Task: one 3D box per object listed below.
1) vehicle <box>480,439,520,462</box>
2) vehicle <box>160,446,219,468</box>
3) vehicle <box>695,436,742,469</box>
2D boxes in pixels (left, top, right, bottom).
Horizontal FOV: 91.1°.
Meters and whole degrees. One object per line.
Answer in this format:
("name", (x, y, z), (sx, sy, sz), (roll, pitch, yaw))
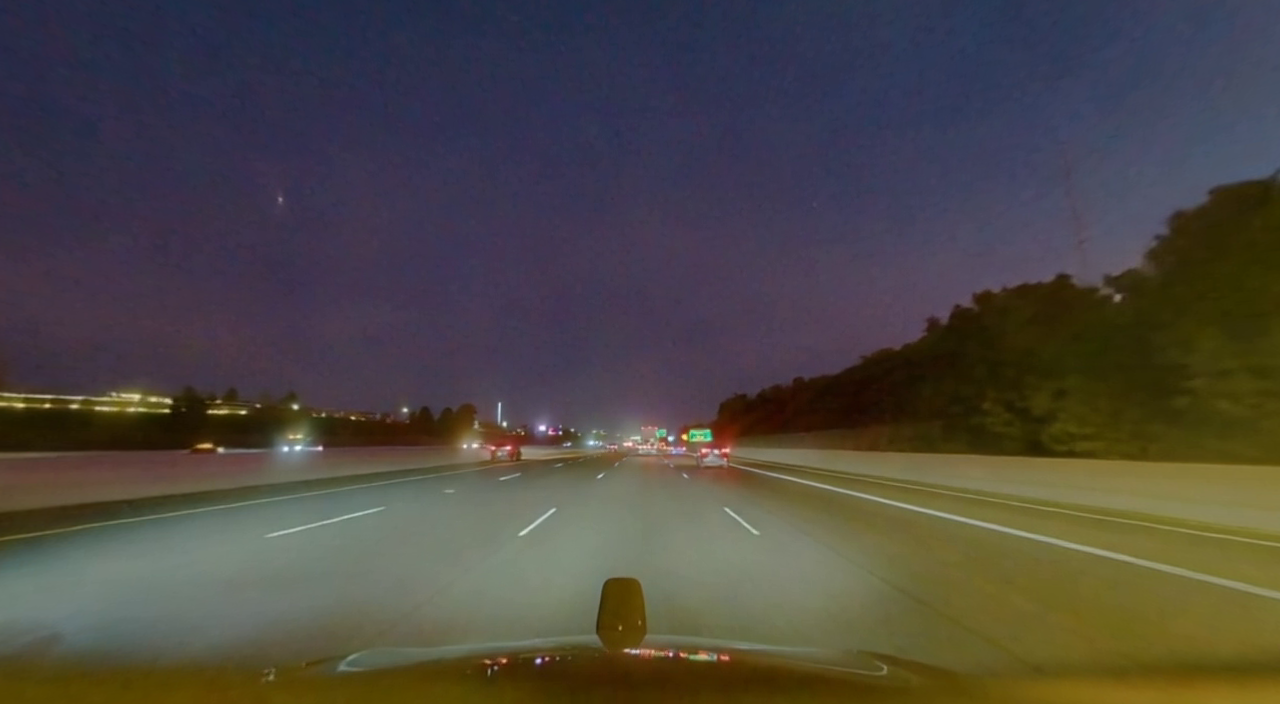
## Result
("vehicle", (-10.791, 7.650, 48.773), (1.998, 1.712, 4.671), (0, -8, 0))
("vehicle", (-32.227, 7.490, 44.987), (1.566, 1.426, 3.563), (-2, -8, 1))
("vehicle", (4.170, 5.430, 34.020), (2.046, 1.655, 4.143), (0, -8, 0))
